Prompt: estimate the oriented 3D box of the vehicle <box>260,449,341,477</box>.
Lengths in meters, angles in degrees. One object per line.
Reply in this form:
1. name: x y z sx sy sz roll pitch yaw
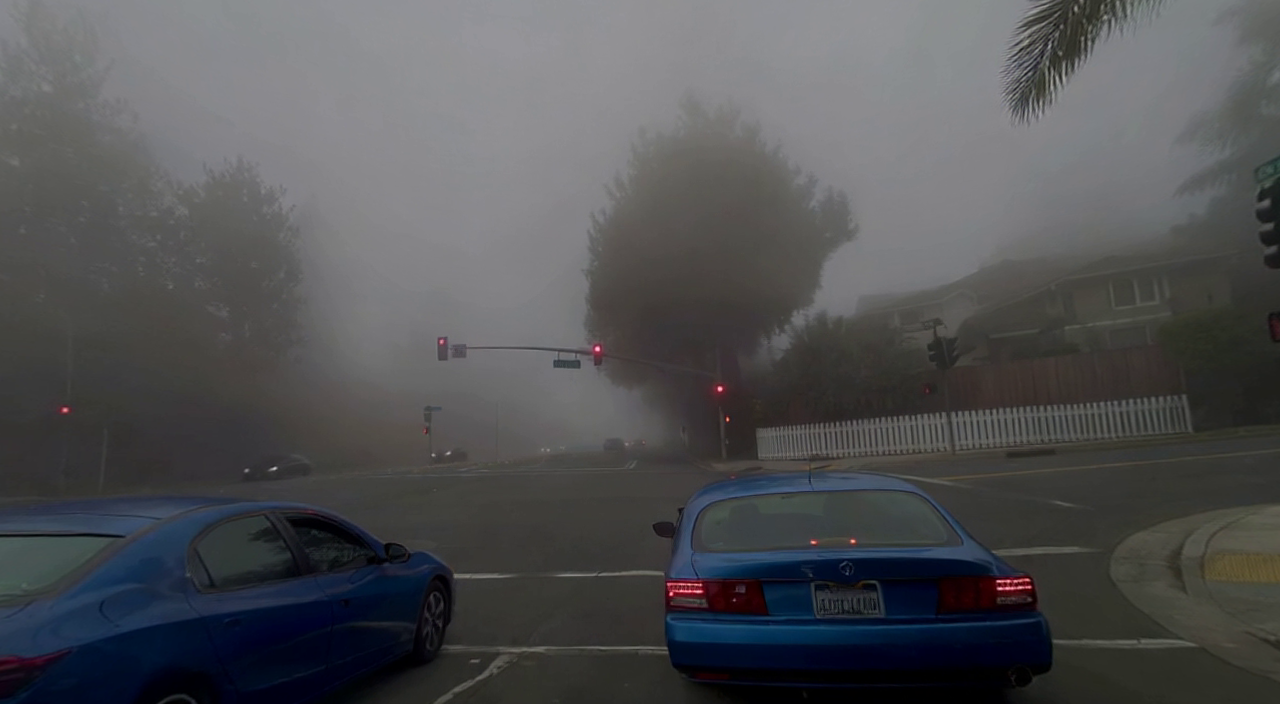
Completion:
1. vehicle: -20.024 6.530 37.554 2.084 1.528 4.778 -1 -9 2
